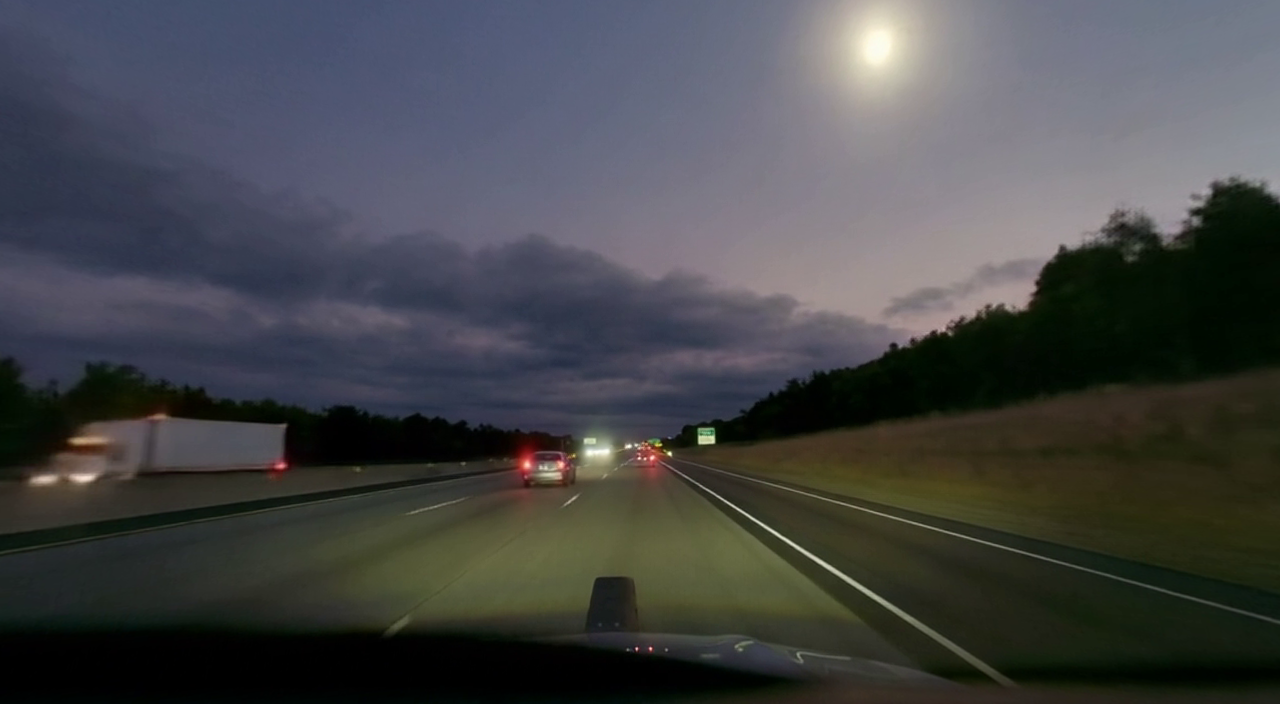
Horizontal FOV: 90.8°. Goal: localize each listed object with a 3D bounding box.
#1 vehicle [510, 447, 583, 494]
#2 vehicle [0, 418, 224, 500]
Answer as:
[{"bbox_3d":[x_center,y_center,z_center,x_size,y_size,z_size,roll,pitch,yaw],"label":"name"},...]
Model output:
[{"bbox_3d":[-3.233,4.177,22.651,1.978,1.498,4.080,0,-9,0],"label":"vehicle"},{"bbox_3d":[-22.794,4.617,27.685,2.676,2.929,9.366,0,-9,0],"label":"vehicle"}]
